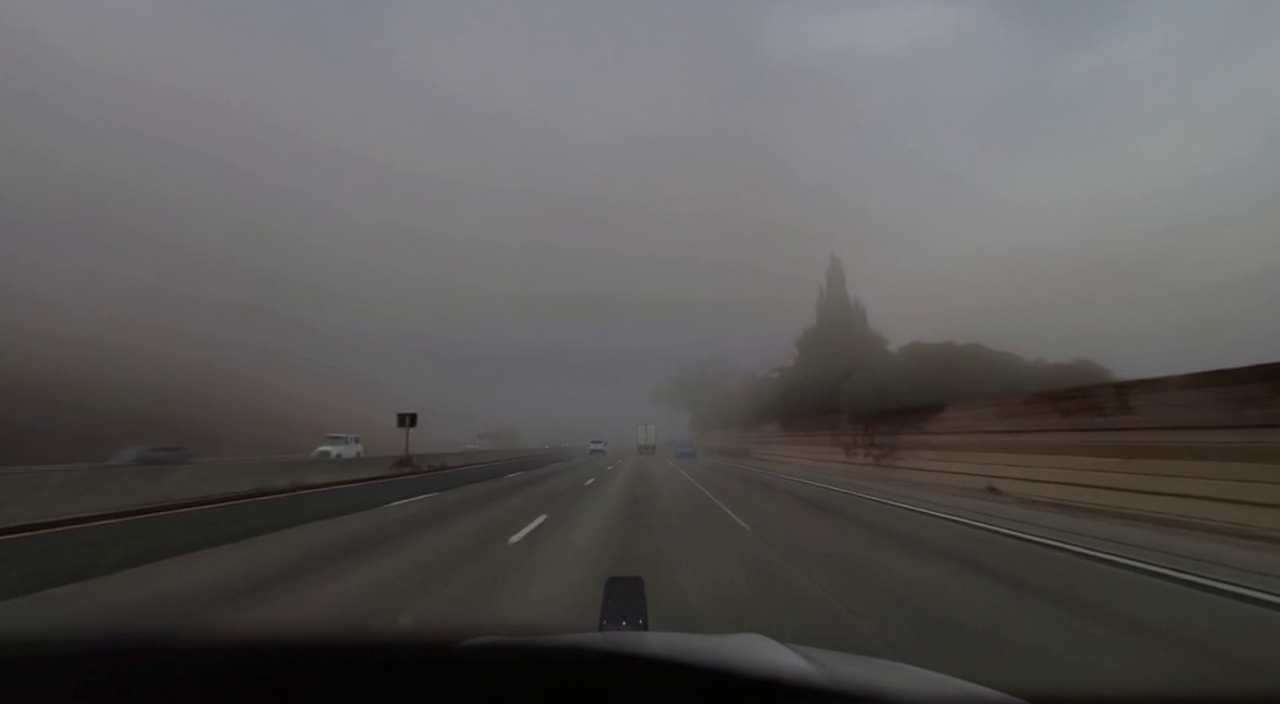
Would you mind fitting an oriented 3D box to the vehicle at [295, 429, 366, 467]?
[{"bbox_3d":[-23.936,7.416,48.990,2.523,2.744,5.403,0,-8,2],"label":"vehicle"}]
